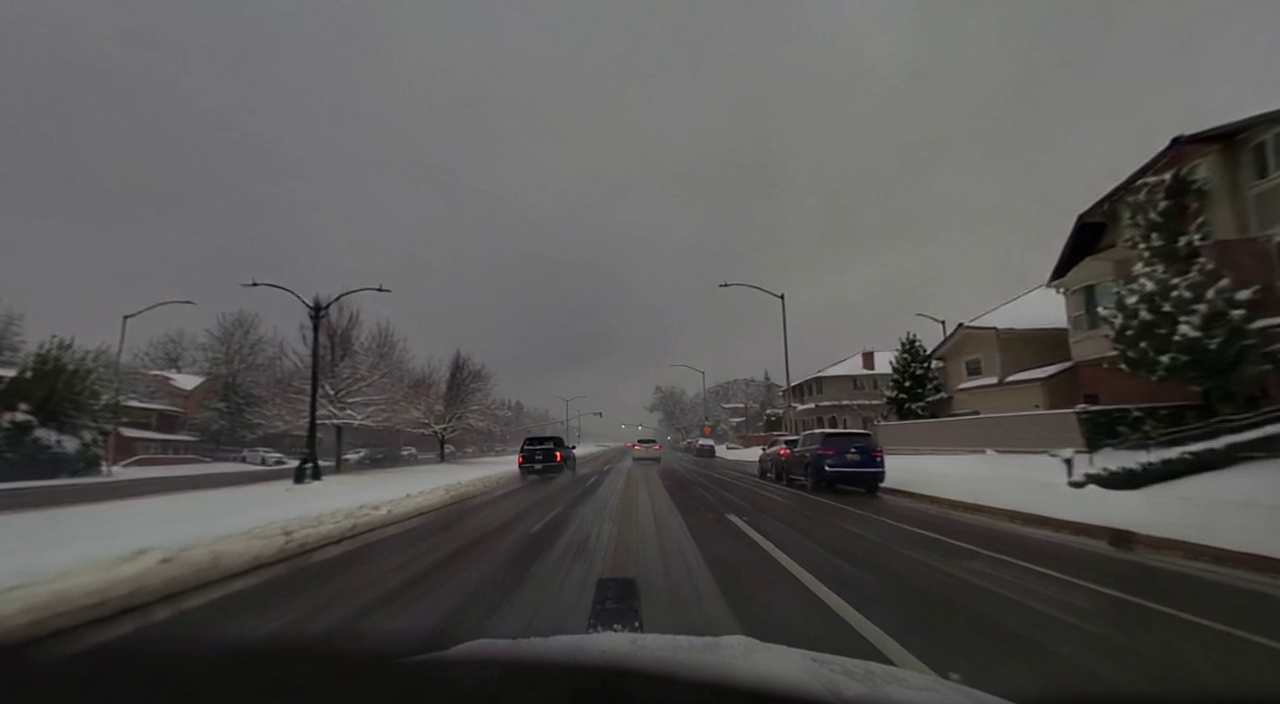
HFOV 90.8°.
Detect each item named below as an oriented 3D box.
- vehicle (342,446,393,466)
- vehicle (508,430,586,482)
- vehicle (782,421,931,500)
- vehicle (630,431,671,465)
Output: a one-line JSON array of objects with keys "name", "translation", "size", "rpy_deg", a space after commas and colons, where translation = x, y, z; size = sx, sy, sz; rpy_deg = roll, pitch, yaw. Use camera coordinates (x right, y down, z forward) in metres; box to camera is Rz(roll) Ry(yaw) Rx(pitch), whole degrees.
[{"name": "vehicle", "translation": [-19.669, 7.493, 45.739], "size": [1.739, 1.397, 4.268], "rpy_deg": [0, -8, 1]}, {"name": "vehicle", "translation": [-3.443, 3.958, 24.315], "size": [2.233, 1.775, 4.491], "rpy_deg": [0, -8, 1]}, {"name": "vehicle", "translation": [5.806, 3.019, 17.965], "size": [2.217, 1.874, 5.660], "rpy_deg": [0, -8, 0]}, {"name": "vehicle", "translation": [0.599, 5.674, 37.310], "size": [2.273, 1.851, 5.075], "rpy_deg": [0, -8, 0]}]
